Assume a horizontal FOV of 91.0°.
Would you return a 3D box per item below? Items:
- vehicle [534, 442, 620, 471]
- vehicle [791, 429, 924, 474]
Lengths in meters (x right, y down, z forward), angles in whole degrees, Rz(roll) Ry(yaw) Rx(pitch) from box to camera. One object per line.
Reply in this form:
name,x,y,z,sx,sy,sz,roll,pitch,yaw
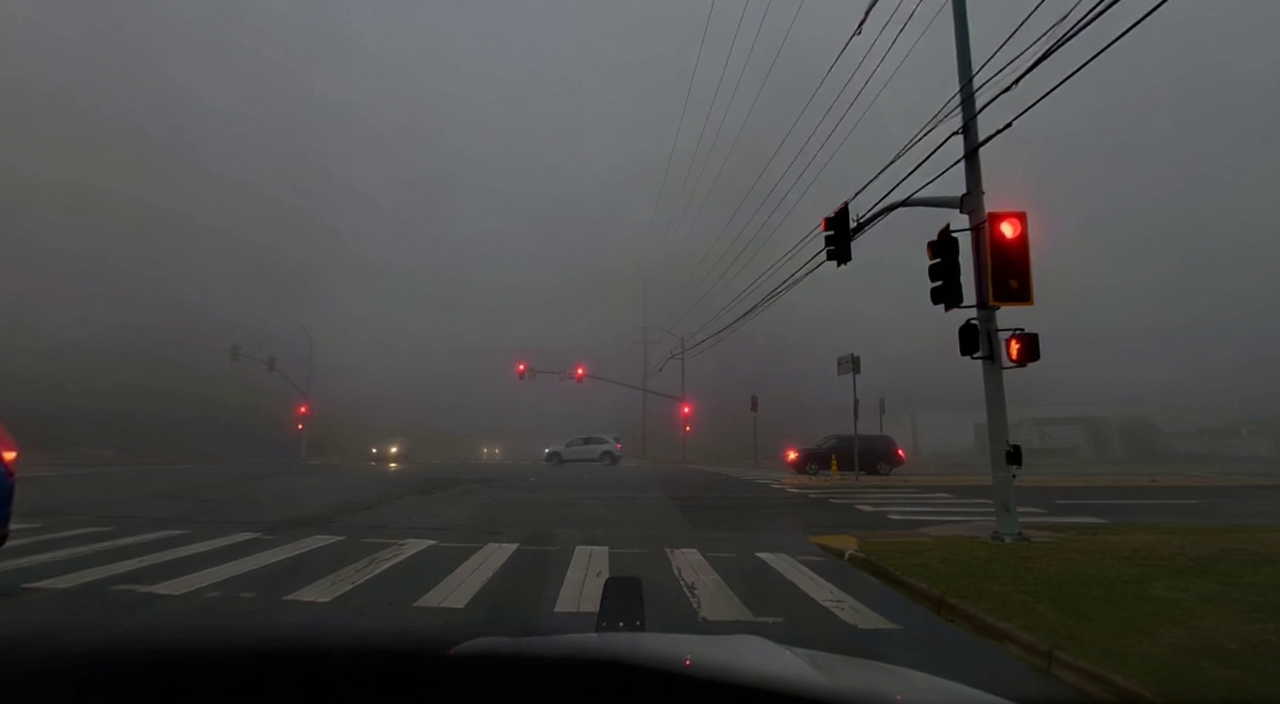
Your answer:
vehicle,-3.536,5.937,35.841,4.529,1.566,1.842,-2,-9,12
vehicle,8.719,4.031,25.718,4.884,1.714,2.021,-2,-9,12
